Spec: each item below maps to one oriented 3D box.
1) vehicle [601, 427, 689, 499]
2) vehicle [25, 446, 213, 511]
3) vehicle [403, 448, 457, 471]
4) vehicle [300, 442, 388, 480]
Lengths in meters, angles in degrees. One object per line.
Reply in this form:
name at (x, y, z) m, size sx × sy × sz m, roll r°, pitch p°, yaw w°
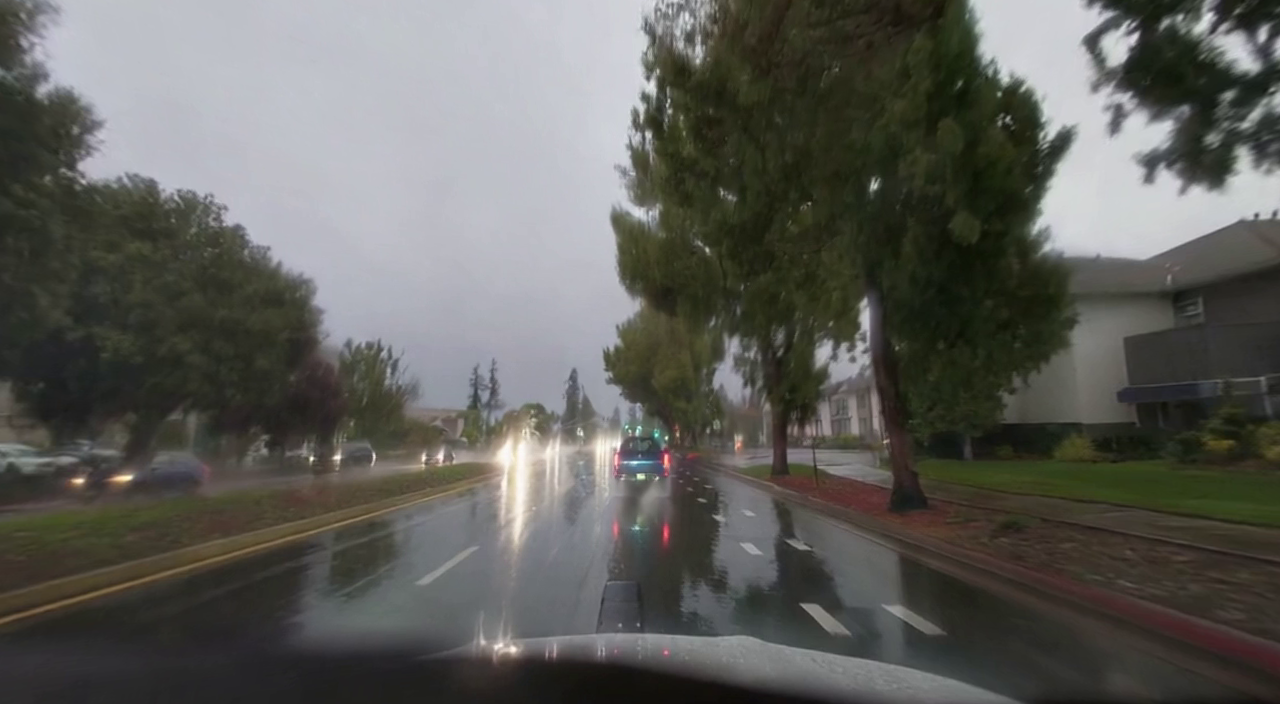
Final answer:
vehicle at (0.116, 2.939, 17.045) m, size 2.094 × 1.682 × 3.866 m, roll 0°, pitch -9°, yaw 0°
vehicle at (-15.213, 3.668, 18.849) m, size 1.948 × 1.690 × 4.303 m, roll 0°, pitch -9°, yaw 0°
vehicle at (-15.056, 7.718, 45.664) m, size 2.124 × 1.542 × 4.702 m, roll -1°, pitch -9°, yaw 2°
vehicle at (-15.676, 5.777, 33.809) m, size 2.283 × 1.880 × 4.960 m, roll 0°, pitch -9°, yaw 0°
